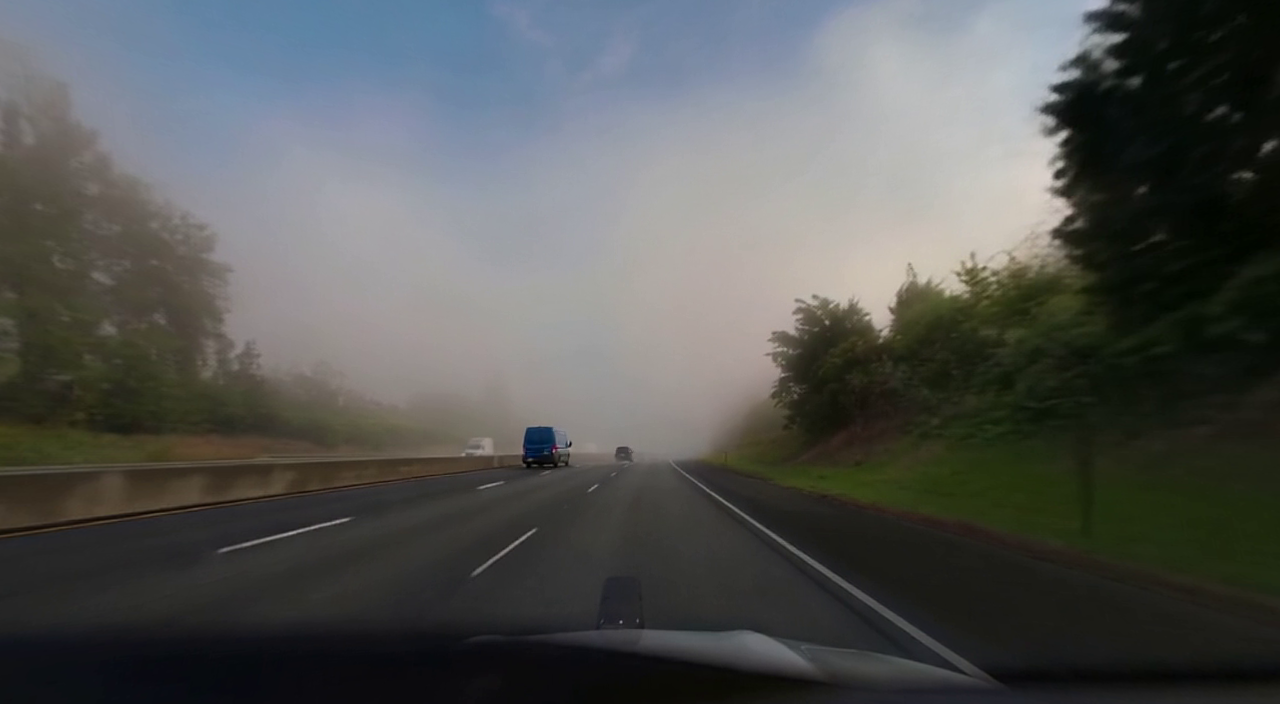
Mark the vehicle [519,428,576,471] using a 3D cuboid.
[{"bbox_3d":[-5.632,6.077,39.309,2.449,2.471,6.130,0,-9,2],"label":"vehicle"}]
